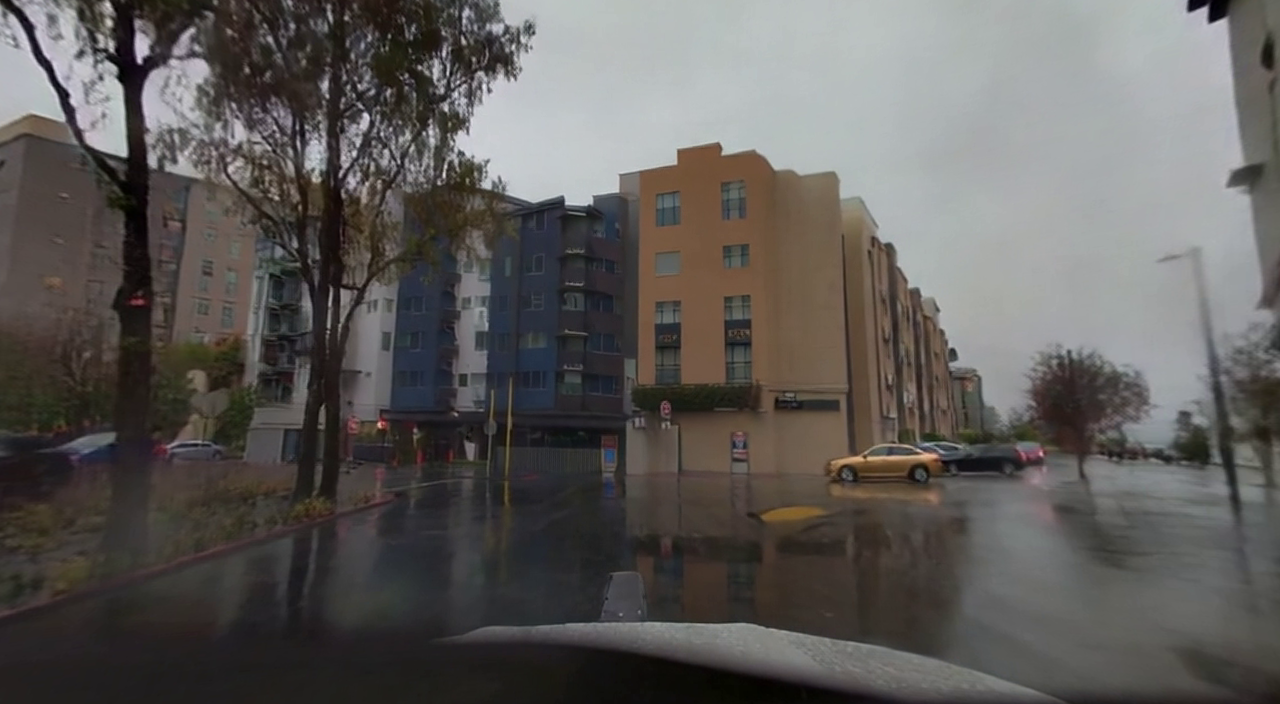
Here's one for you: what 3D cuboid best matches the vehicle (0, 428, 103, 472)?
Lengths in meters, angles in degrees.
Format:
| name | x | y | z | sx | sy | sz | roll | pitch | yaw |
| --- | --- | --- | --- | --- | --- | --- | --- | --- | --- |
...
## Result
| name | x | y | z | sx | sy | sz | roll | pitch | yaw |
| --- | --- | --- | --- | --- | --- | --- | --- | --- | --- |
| vehicle | -23.124 | 3.733 | 24.118 | 1.838 | 1.518 | 4.074 | 0 | -7 | -7 |

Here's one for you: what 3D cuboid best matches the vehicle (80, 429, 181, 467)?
| name | x | y | z | sx | sy | sz | roll | pitch | yaw |
| --- | --- | --- | --- | --- | --- | --- | --- | --- | --- |
| vehicle | -23.513 | 4.519 | 29.257 | 1.675 | 1.587 | 3.980 | -1 | -11 | -6 |

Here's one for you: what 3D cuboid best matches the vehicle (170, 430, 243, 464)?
| name | x | y | z | sx | sy | sz | roll | pitch | yaw |
| --- | --- | --- | --- | --- | --- | --- | --- | --- | --- |
| vehicle | -26.795 | 5.831 | 39.049 | 1.870 | 1.563 | 4.039 | 7 | -4 | -7 |
